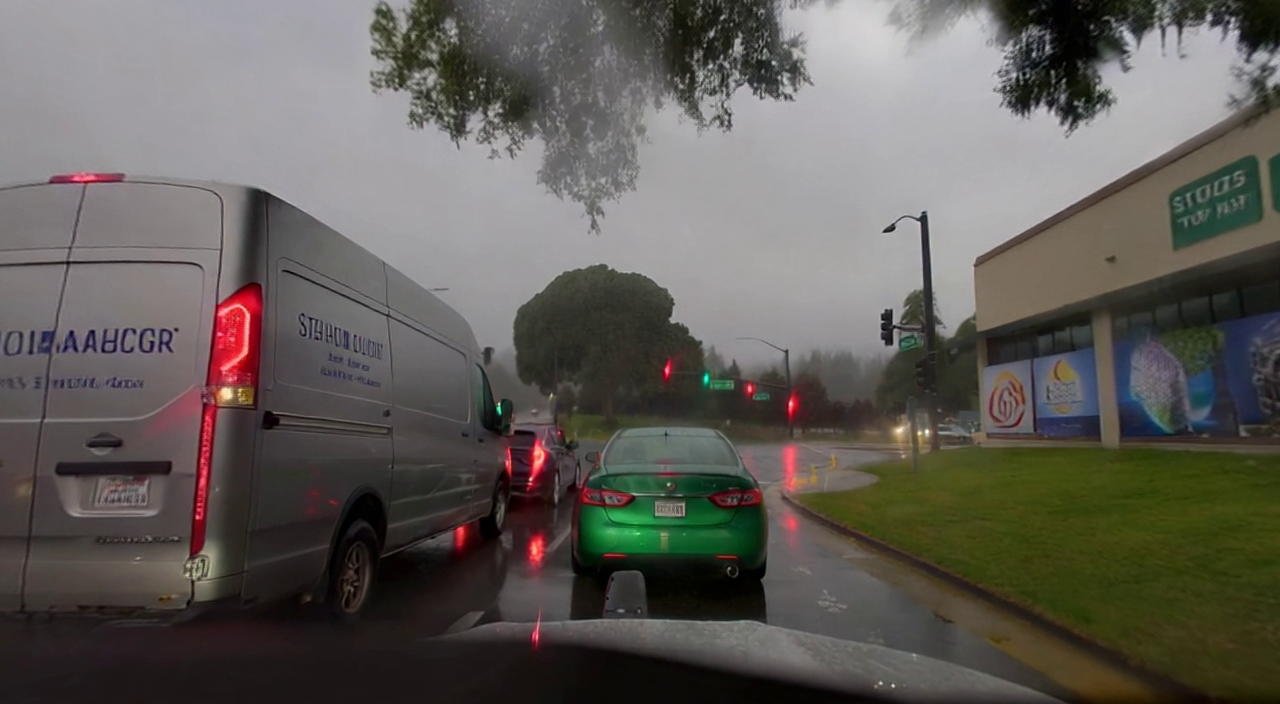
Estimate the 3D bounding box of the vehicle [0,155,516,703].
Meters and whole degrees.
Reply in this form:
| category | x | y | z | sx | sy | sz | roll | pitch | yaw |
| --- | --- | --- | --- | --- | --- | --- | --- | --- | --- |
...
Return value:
| category | x | y | z | sx | sy | sz | roll | pitch | yaw |
| --- | --- | --- | --- | --- | --- | --- | --- | --- | --- |
| vehicle | -3.076 | 0.886 | 5.904 | 2.555 | 3.035 | 5.702 | 0 | -8 | 1 |

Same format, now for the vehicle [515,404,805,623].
| category | x | y | z | sx | sy | sz | roll | pitch | yaw |
| --- | --- | --- | --- | --- | --- | --- | --- | --- | --- |
| vehicle | 0.304 | 1.646 | 7.430 | 2.398 | 1.773 | 4.254 | -1 | -8 | 4 |

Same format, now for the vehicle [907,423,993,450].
| category | x | y | z | sx | sy | sz | roll | pitch | yaw |
| --- | --- | --- | --- | --- | --- | --- | --- | --- | --- |
| vehicle | 21.938 | 6.030 | 44.606 | 5.021 | 1.848 | 2.210 | 1 | -9 | -9 |

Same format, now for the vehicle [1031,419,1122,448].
| category | x | y | z | sx | sy | sz | roll | pitch | yaw |
| --- | --- | --- | --- | --- | --- | --- | --- | --- | --- |
| vehicle | 31.980 | 6.025 | 46.188 | 5.084 | 2.041 | 2.360 | 1 | -9 | -9 |
